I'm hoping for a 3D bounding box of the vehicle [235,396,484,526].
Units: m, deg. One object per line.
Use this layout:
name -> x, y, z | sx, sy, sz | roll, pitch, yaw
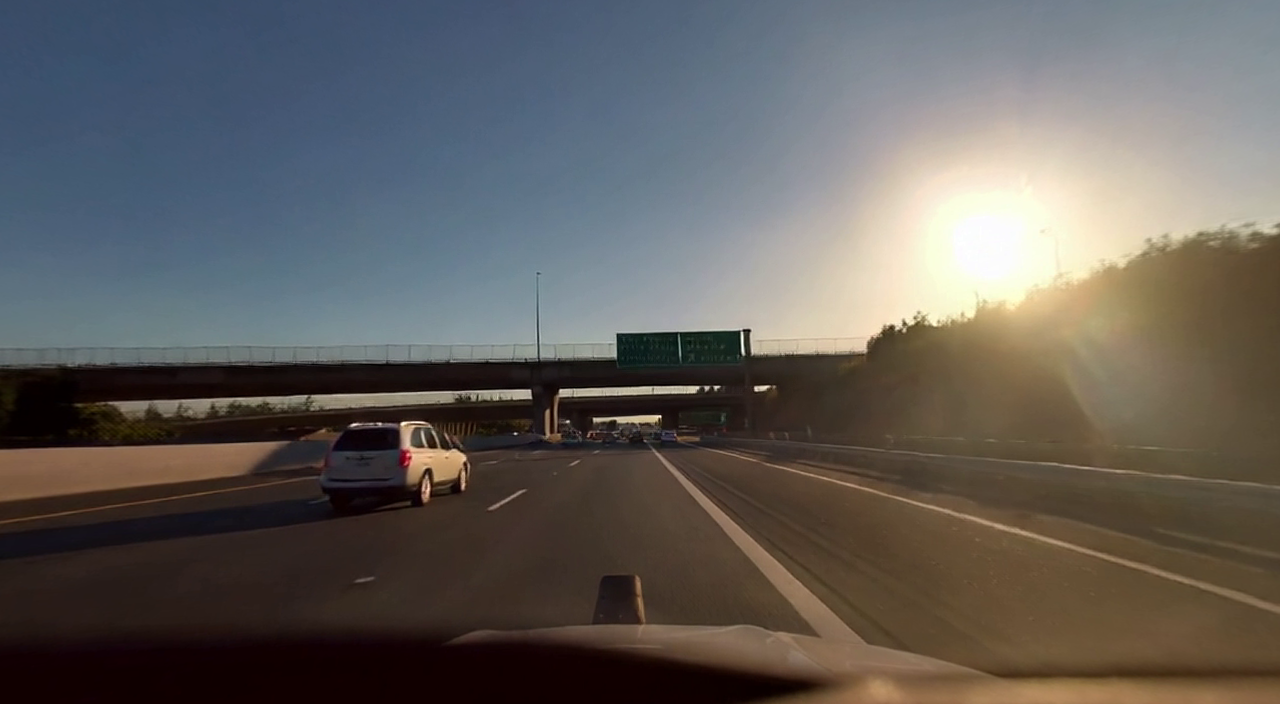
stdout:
vehicle -> -4.347, 1.781, 10.854 | 2.153, 1.730, 4.772 | 0, -8, -1
